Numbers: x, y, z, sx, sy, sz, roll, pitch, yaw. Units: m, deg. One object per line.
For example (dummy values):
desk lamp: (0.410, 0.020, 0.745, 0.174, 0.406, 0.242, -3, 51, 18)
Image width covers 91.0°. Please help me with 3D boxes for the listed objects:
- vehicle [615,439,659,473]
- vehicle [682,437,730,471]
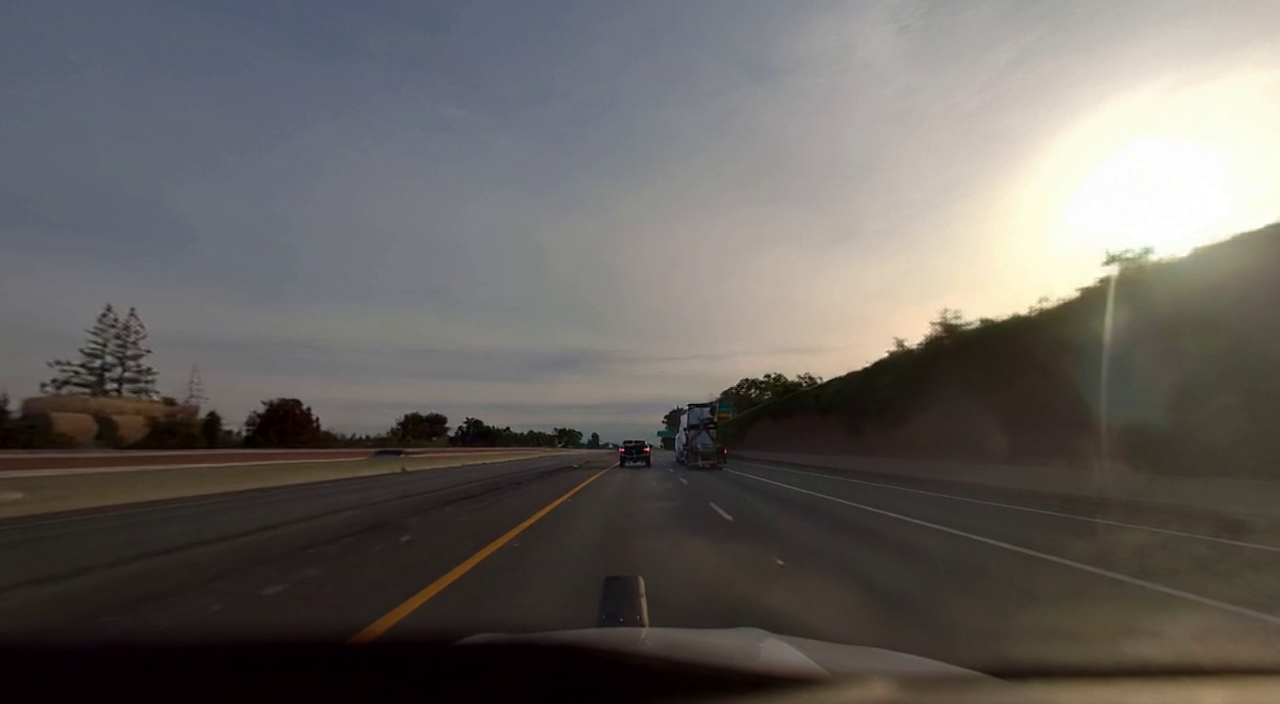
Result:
vehicle: (-0.131, 5.404, 32.861, 2.142, 1.664, 4.076, 0, -9, 1)
vehicle: (3.743, 5.915, 36.695, 2.269, 1.839, 4.554, 0, -9, -1)
